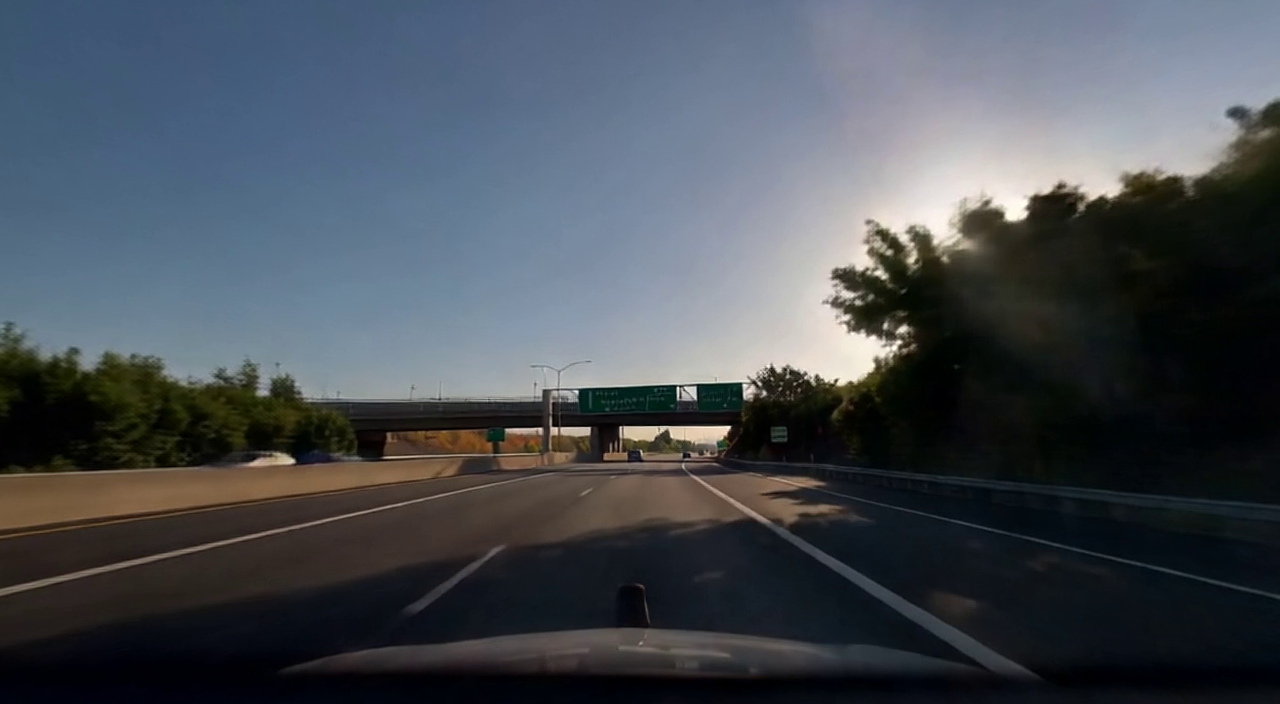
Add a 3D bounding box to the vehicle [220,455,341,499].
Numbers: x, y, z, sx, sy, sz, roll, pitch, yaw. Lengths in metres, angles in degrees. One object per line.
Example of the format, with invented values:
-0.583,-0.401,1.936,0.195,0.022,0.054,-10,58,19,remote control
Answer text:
-13.782,4.786,24.533,1.930,1.530,4.519,0,-9,2,vehicle
